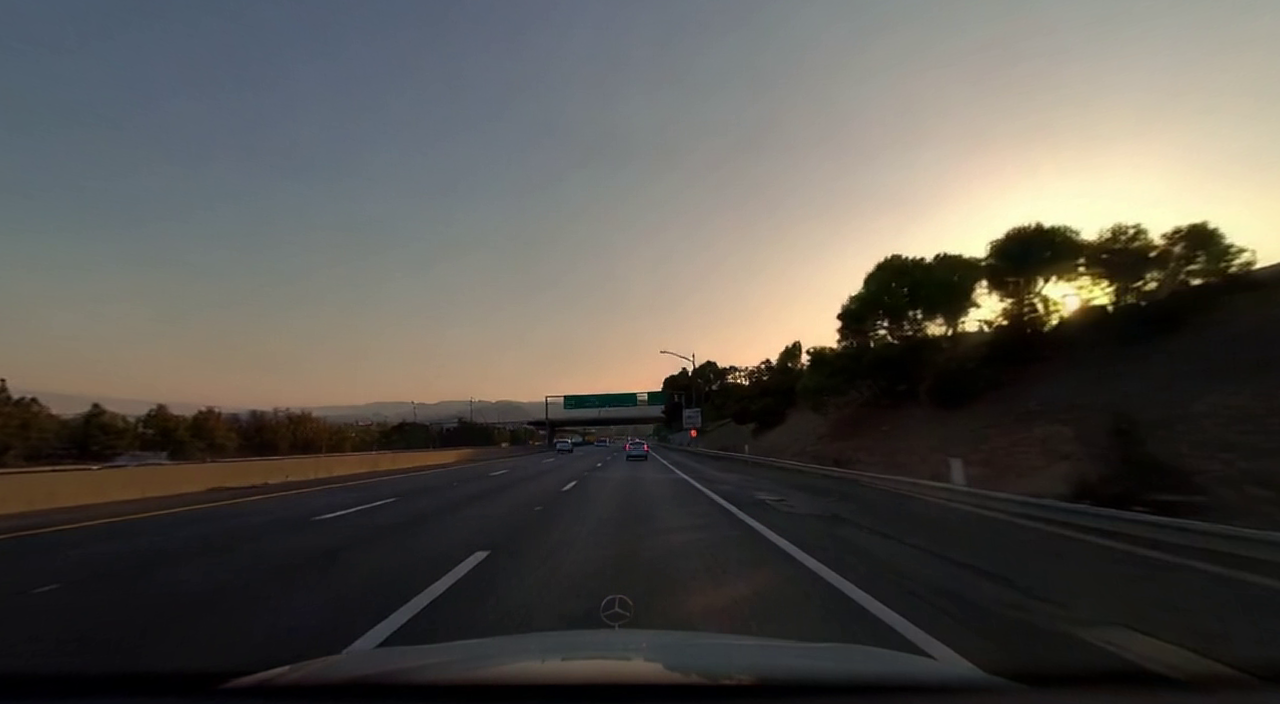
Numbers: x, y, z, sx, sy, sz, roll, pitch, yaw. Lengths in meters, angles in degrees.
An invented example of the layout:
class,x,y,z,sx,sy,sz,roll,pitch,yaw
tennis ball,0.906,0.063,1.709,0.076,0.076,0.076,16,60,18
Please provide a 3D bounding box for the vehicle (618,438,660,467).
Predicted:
class,x,y,z,sx,sy,sz,roll,pitch,yaw
vehicle,-0.089,5.264,33.214,2.072,1.440,3.690,0,-8,-1

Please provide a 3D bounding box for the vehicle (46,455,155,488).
class,x,y,z,sx,sy,sz,roll,pitch,yaw
vehicle,-27.873,6.162,32.716,1.832,1.446,4.330,0,-8,0
